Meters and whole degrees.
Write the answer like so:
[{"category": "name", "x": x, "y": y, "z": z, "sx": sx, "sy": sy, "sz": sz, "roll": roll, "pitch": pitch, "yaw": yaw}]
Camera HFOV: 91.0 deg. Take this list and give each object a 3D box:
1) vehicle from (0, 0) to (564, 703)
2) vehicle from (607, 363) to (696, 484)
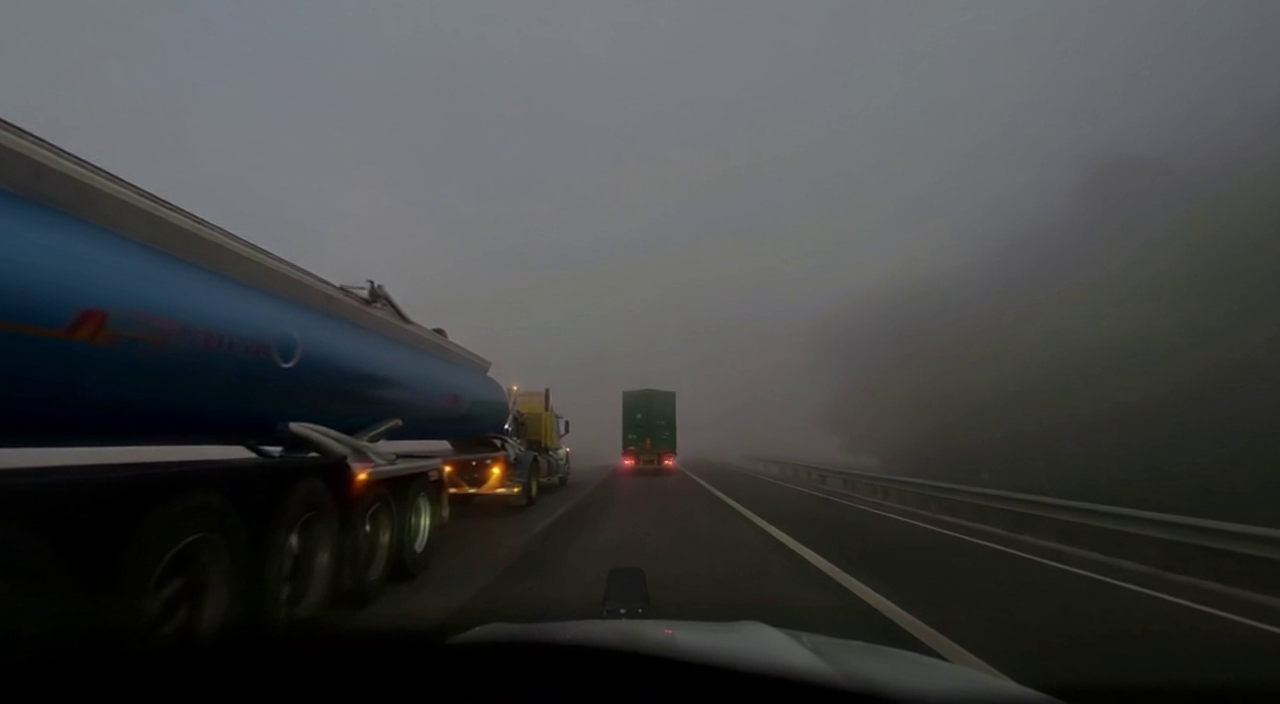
[{"category": "vehicle", "x": -3.877, "y": 0.930, "z": 9.853, "sx": 3.267, "sy": 3.655, "sz": 17.154, "roll": 0, "pitch": -8, "yaw": 0}, {"category": "vehicle", "x": 0.439, "y": 3.209, "z": 26.699, "sx": 2.942, "sy": 4.003, "sz": 11.297, "roll": 0, "pitch": -9, "yaw": 1}]
